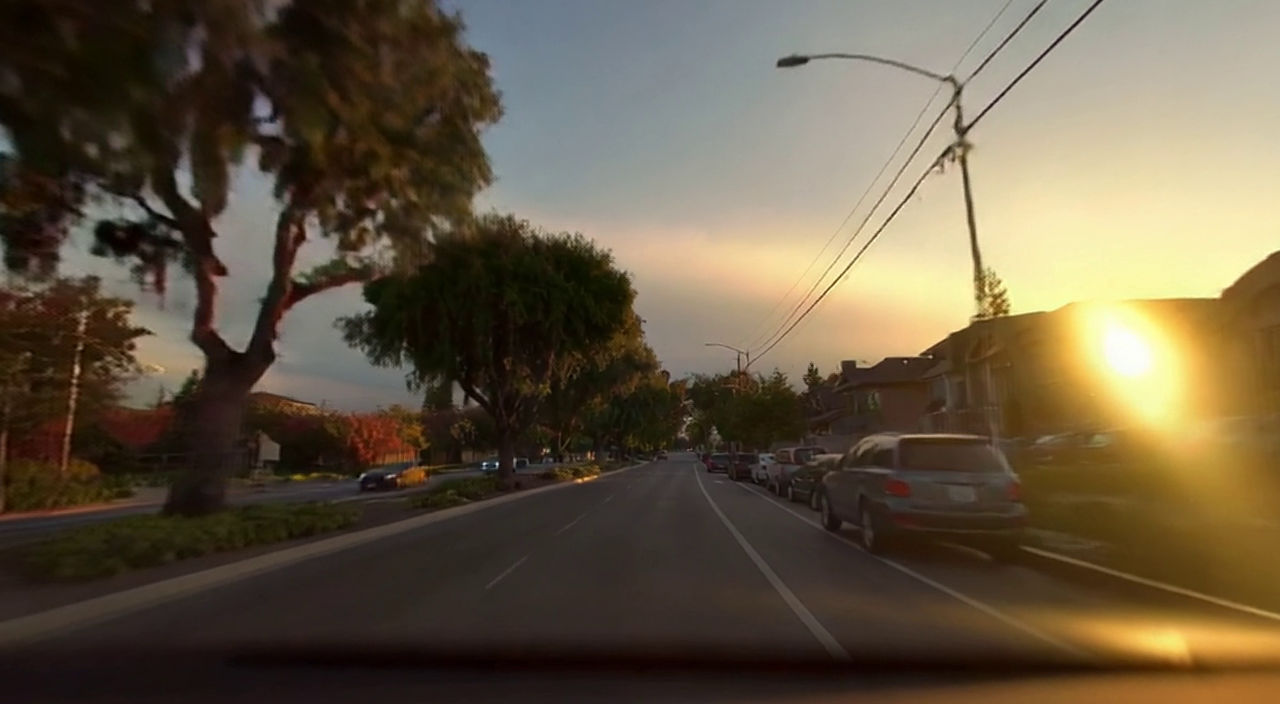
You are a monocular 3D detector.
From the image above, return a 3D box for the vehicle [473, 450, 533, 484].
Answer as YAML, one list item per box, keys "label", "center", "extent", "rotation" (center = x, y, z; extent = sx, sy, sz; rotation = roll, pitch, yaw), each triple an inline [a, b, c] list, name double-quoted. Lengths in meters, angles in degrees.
- label: "vehicle"
  center: [-7.526, 6.352, 35.197]
  extent: [2.331, 1.696, 4.861]
  rotation: [0, -8, -1]

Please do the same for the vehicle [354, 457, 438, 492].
- label: "vehicle"
  center: [-11.832, 5.958, 30.995]
  extent: [1.999, 1.467, 4.618]
  rotation: [-1, -8, 4]

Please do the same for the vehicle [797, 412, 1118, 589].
- label: "vehicle"
  center: [3.915, 1.923, 9.194]
  extent: [2.166, 1.798, 5.256]
  rotation: [-1, -8, 3]

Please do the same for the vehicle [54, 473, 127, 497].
- label: "vehicle"
  center: [-42.898, 10.368, 49.254]
  extent: [4.398, 1.639, 1.919]
  rotation: [-2, -9, 11]
